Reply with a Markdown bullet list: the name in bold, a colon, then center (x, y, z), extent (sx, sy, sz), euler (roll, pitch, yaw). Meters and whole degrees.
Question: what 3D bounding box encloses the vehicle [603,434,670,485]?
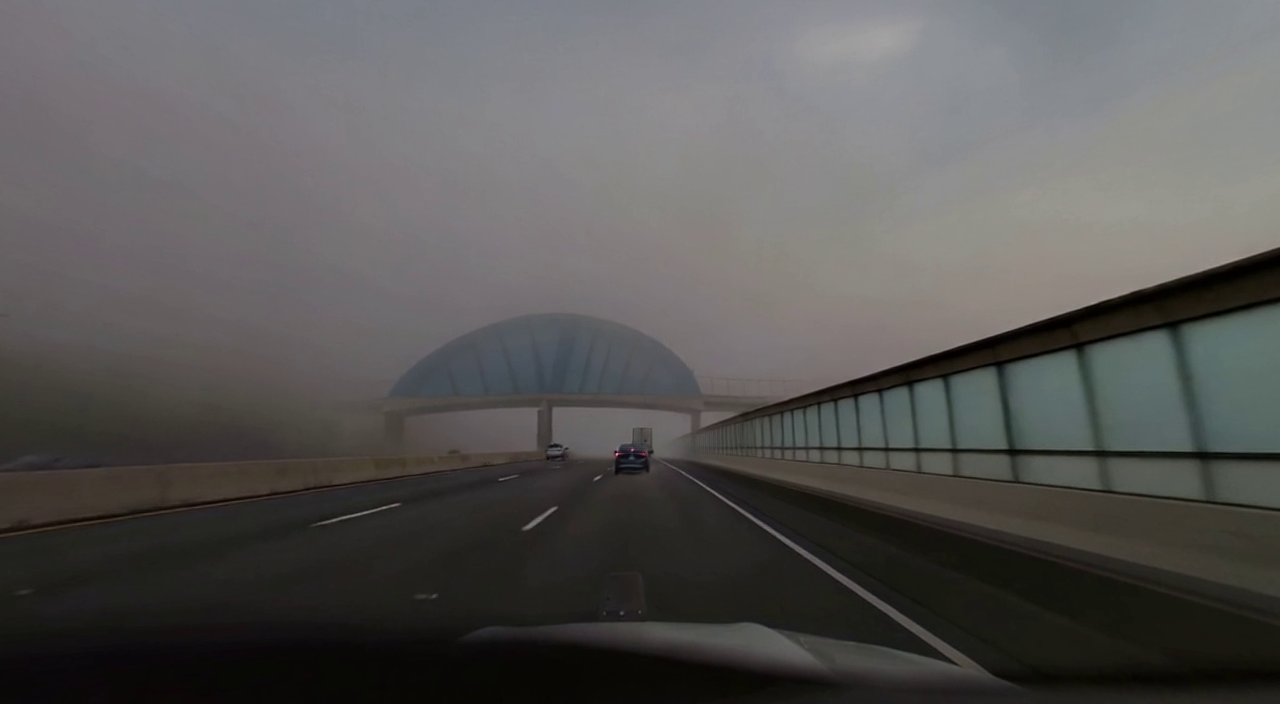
- **vehicle**: center (-0.085, 4.073, 24.067), extent (2.299, 1.716, 4.579), euler (-1, -9, 1)
